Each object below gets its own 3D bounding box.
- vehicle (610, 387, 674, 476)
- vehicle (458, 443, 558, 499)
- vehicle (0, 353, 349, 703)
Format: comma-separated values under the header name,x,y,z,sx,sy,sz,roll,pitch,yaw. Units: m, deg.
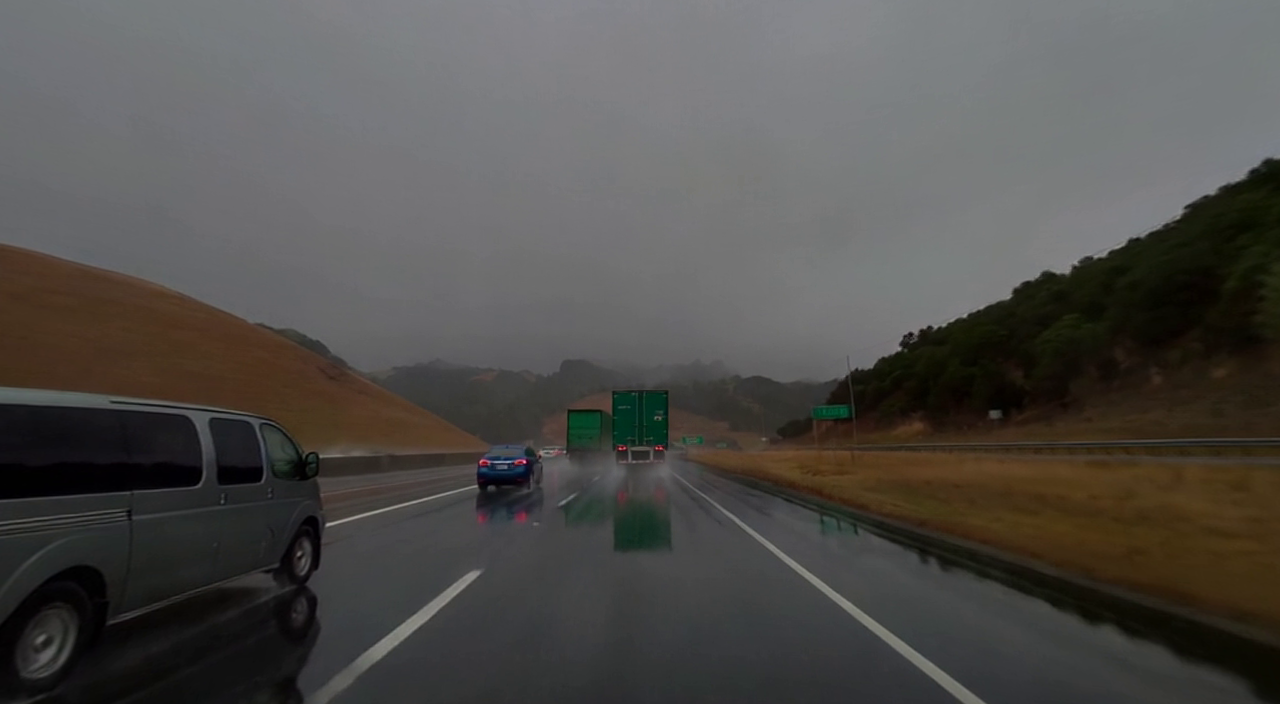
name,x,y,z,sx,sy,sz,roll,pitch,yaw
vehicle,0.242,4.372,33.978,2.913,3.988,10.874,-1,-8,2
vehicle,-3.708,3.405,18.541,1.950,1.446,4.224,0,-8,1
vehicle,-4.159,1.068,4.130,2.136,1.779,4.875,0,-8,0
